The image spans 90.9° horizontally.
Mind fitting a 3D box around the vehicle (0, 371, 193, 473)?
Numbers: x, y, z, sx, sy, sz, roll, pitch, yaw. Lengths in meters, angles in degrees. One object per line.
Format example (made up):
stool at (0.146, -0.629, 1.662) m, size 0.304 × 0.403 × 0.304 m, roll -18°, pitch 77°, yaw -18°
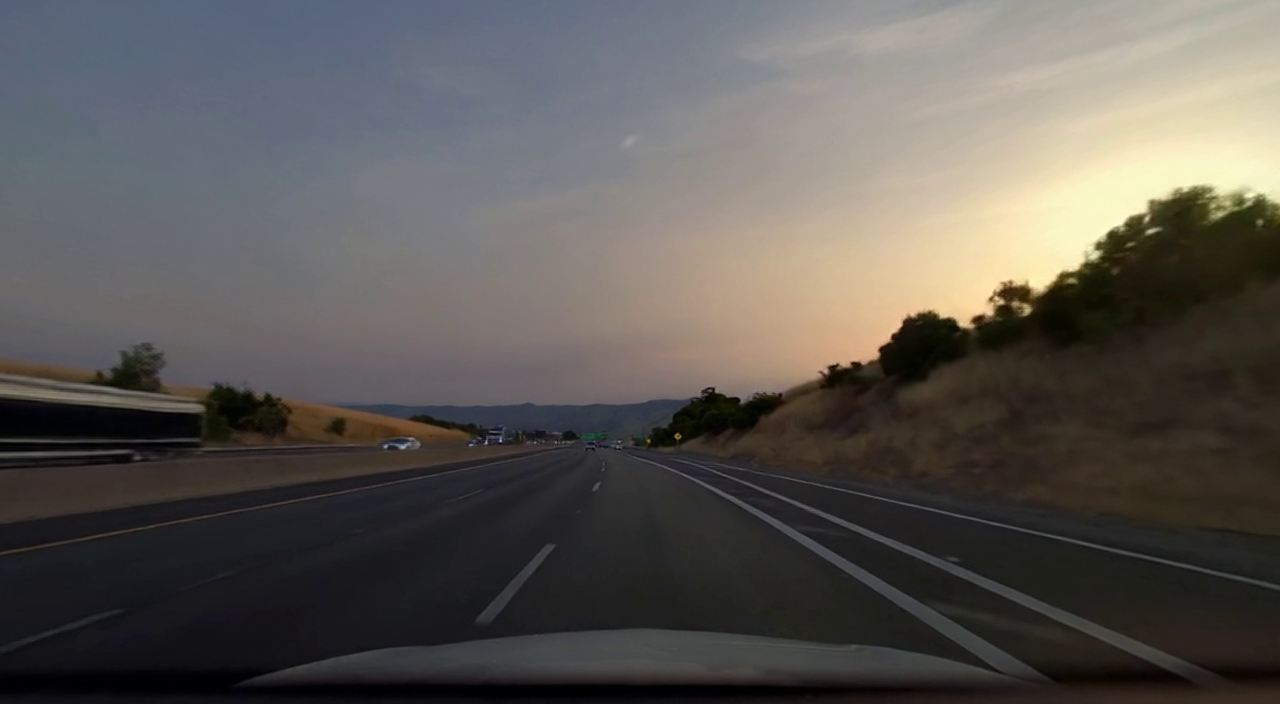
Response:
vehicle at (-27.840, 3.348, 29.055) m, size 2.903 × 4.123 × 16.626 m, roll 0°, pitch -8°, yaw -2°
